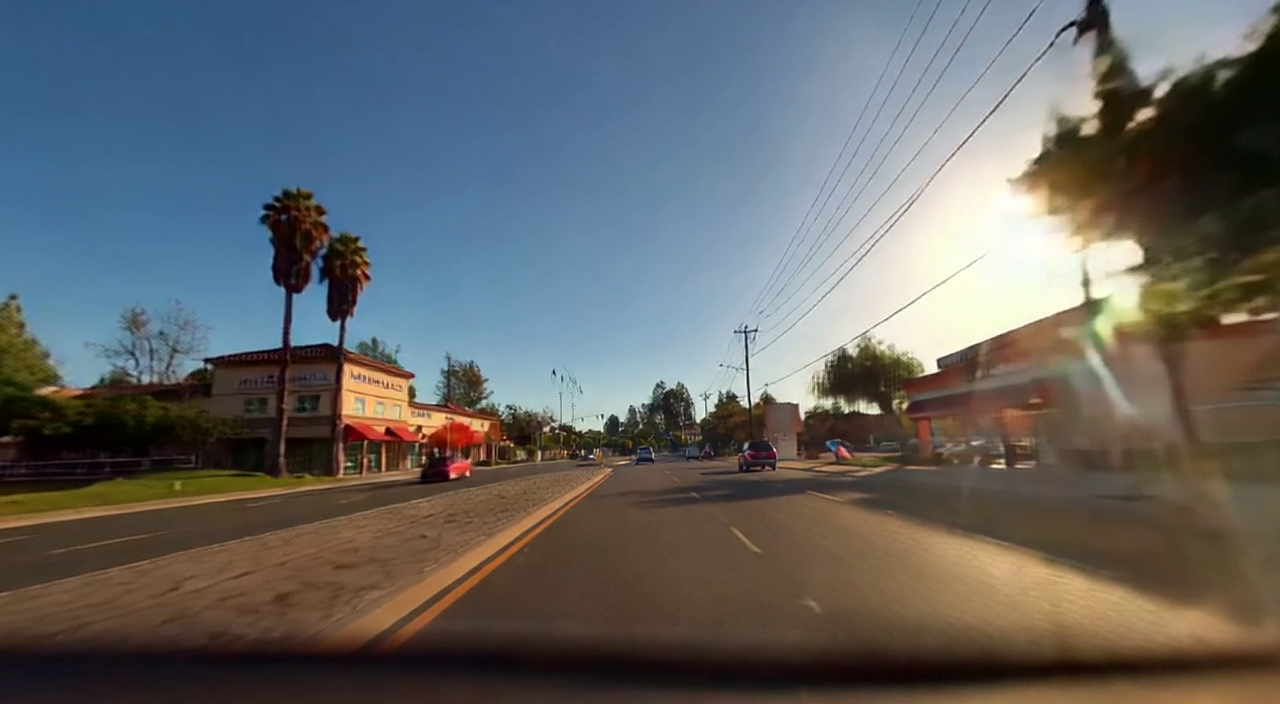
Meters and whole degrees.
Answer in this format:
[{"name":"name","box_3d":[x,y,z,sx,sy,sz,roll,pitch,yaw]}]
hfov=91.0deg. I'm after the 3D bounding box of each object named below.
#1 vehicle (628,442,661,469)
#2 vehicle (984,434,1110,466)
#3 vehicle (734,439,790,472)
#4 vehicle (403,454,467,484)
[{"name":"vehicle","box_3d":[0.312,7.076,43.216,2.138,1.702,4.168,0,-9,1]},{"name":"vehicle","box_3d":[19.952,4.833,31.042,4.768,1.512,1.986,0,-9,1]},{"name":"vehicle","box_3d":[6.839,5.831,35.791,2.252,1.718,4.617,0,-9,0]},{"name":"vehicle","box_3d":[-11.385,6.542,35.365,1.942,1.497,4.582,0,-9,1]}]
